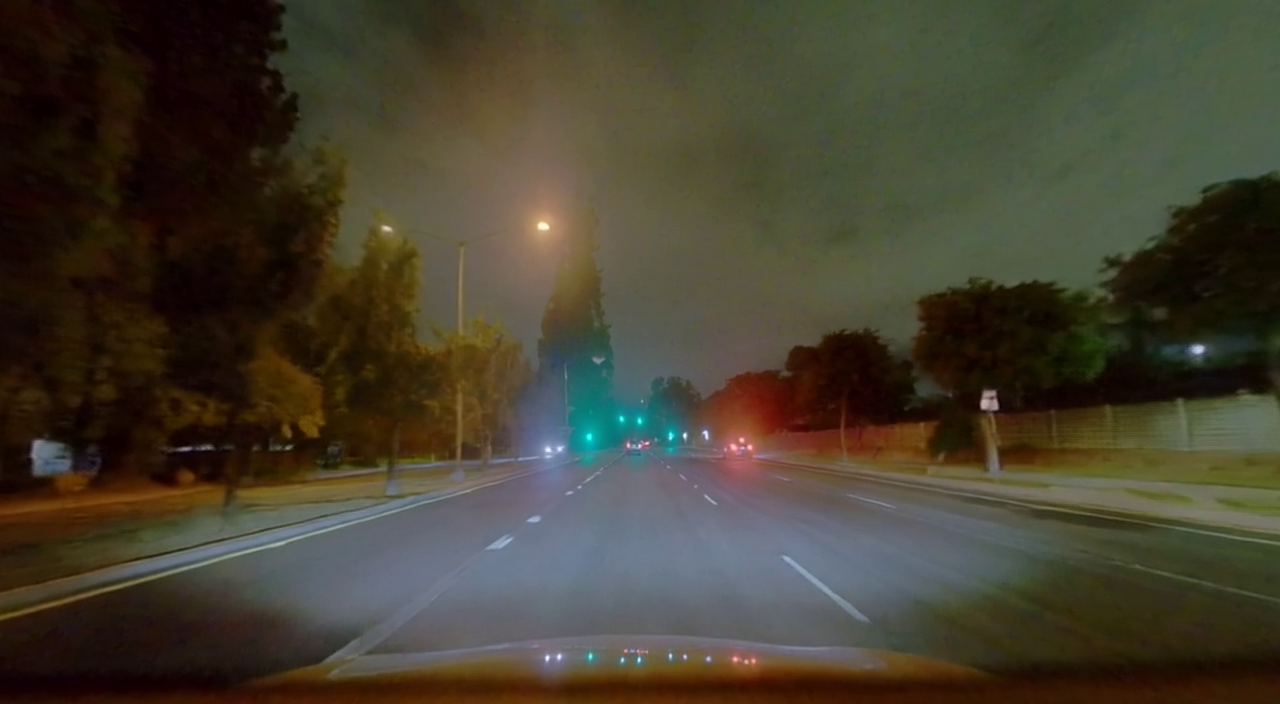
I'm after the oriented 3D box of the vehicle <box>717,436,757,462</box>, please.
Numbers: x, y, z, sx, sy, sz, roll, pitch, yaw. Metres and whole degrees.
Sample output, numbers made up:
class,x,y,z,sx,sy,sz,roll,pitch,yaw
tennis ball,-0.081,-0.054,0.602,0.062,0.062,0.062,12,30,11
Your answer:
class,x,y,z,sx,sy,sz,roll,pitch,yaw
vehicle,6.730,6.792,44.314,2.011,1.710,4.357,0,-9,-2
